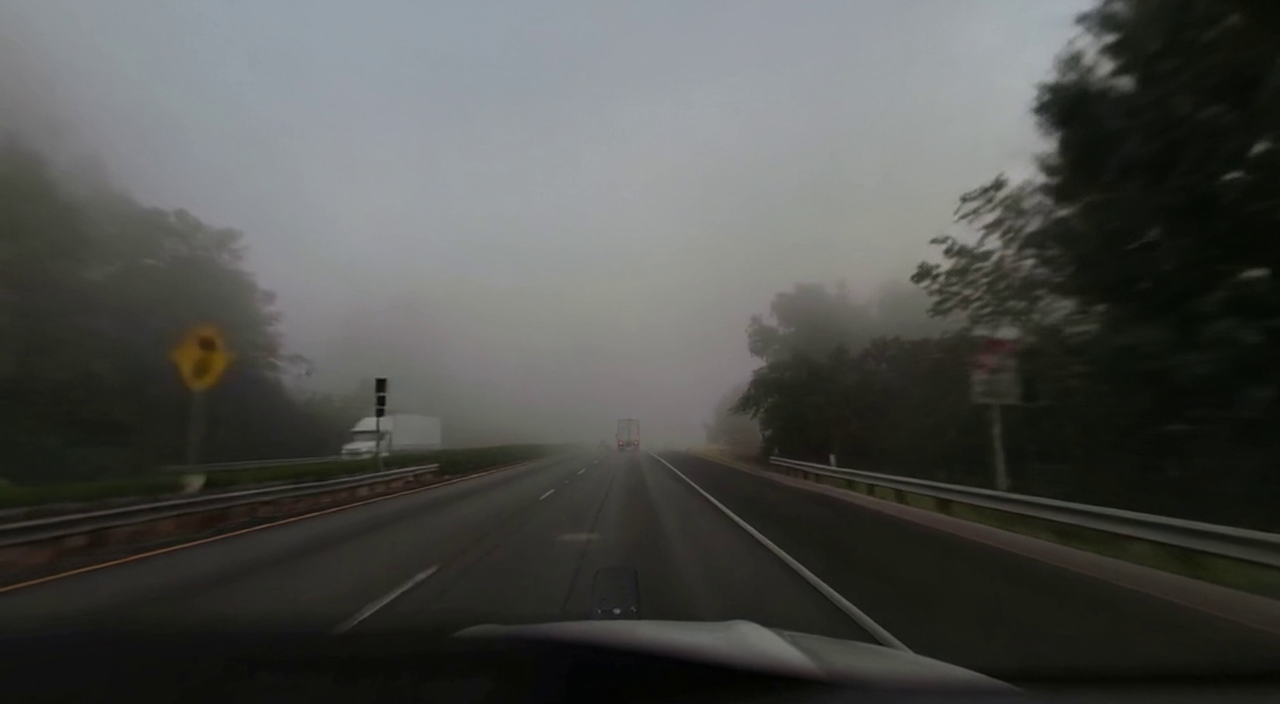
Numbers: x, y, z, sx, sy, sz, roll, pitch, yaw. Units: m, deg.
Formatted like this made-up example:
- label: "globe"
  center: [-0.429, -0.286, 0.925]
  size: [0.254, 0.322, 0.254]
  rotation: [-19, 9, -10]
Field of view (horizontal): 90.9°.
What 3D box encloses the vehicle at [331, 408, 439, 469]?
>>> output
- label: "vehicle"
  center: [-17.413, 6.061, 44.345]
  size: [3.033, 3.711, 11.259]
  rotation: [0, -8, -1]
